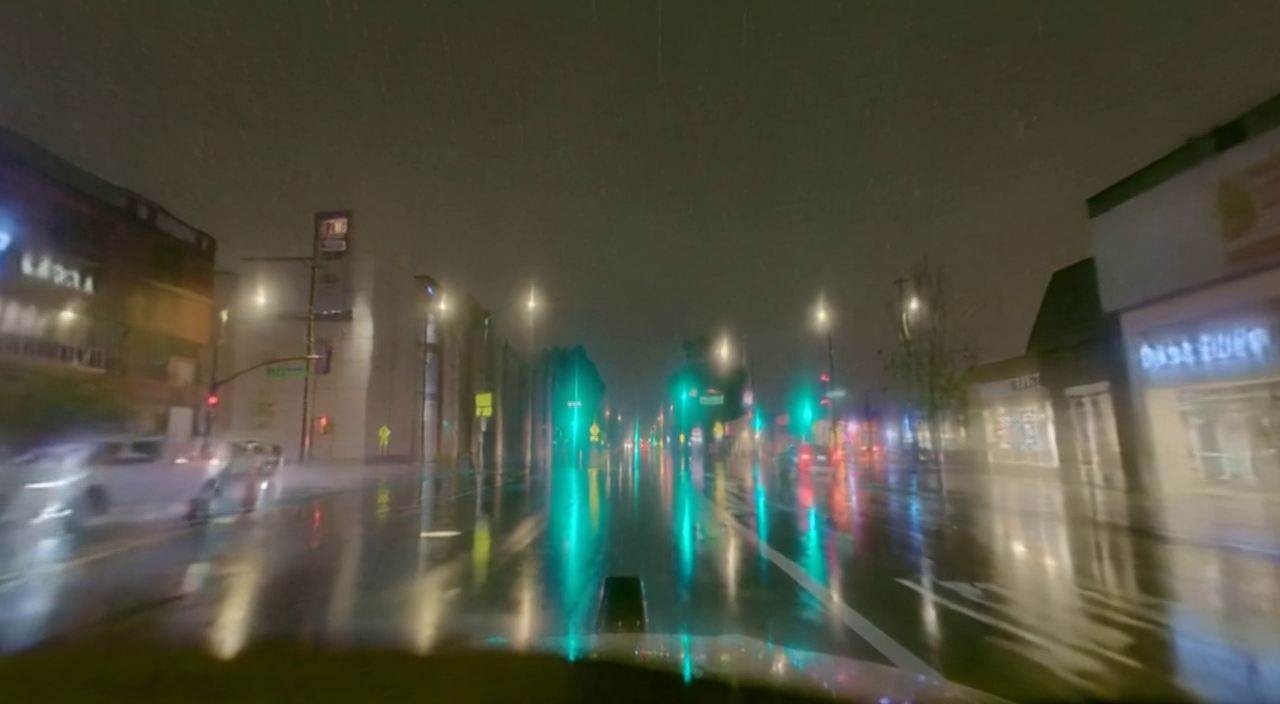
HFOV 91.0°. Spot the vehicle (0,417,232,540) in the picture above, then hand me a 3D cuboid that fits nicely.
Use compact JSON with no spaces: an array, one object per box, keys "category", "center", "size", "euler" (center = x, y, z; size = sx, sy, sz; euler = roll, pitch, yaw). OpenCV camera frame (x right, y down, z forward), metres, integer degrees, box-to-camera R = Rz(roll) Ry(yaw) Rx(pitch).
[{"category":"vehicle","center":[-10.258,2.239,11.793],"size":[2.155,1.830,4.564],"euler":[0,-8,-1]}]

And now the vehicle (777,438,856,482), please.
[{"category":"vehicle","center":[7.246,4.478,26.375],"size":[1.950,1.686,4.509],"euler":[0,-9,-1]}]

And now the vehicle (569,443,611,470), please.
[{"category":"vehicle","center":[-2.843,6.065,36.872],"size":[2.078,1.471,4.217],"euler":[0,-9,0]}]
